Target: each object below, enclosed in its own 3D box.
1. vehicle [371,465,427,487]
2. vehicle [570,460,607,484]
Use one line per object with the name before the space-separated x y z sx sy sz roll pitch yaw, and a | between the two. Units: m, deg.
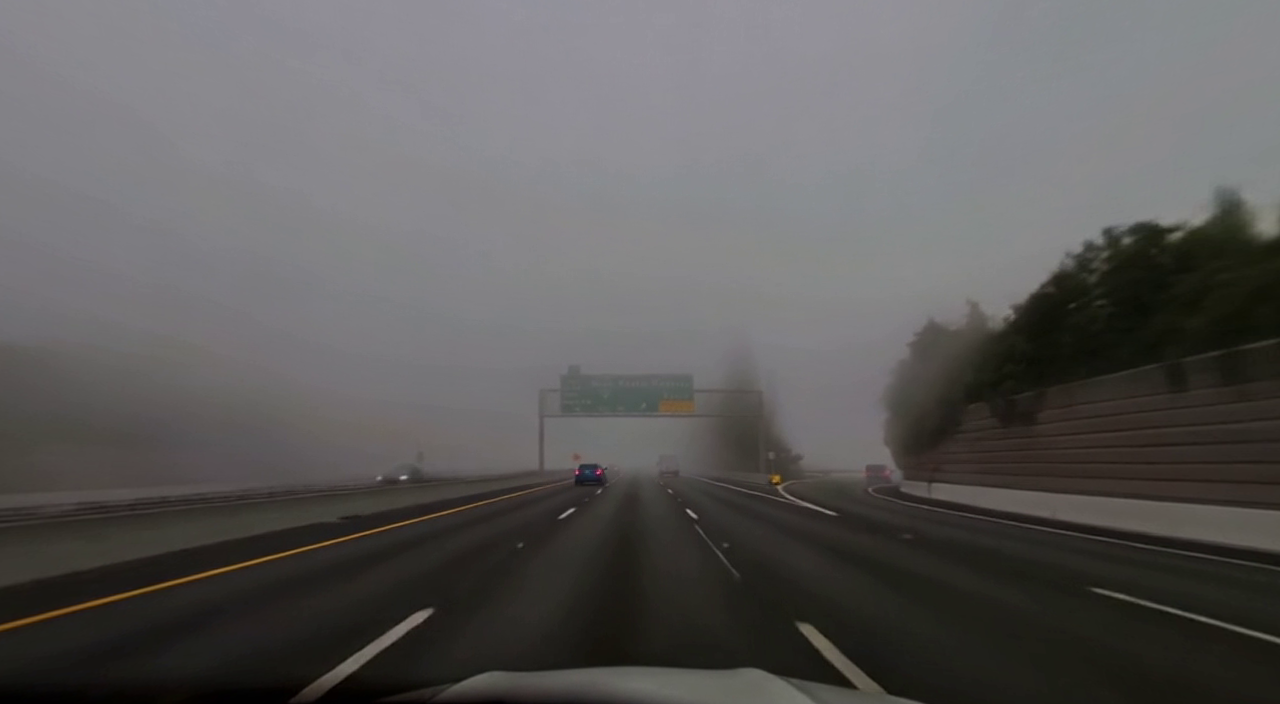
vehicle | -15.375 7.955 40.455 1.775 1.279 4.511 1 -10 1
vehicle | -3.422 8.129 42.703 2.045 1.487 4.582 1 -10 1
